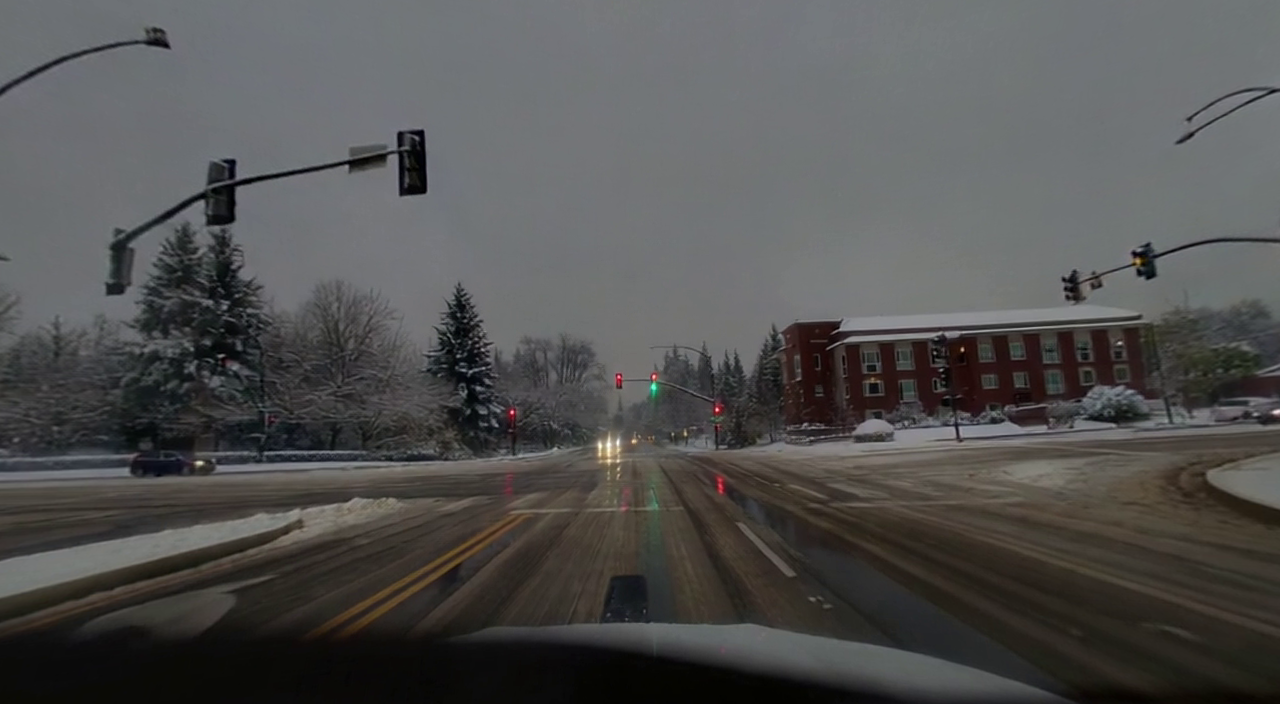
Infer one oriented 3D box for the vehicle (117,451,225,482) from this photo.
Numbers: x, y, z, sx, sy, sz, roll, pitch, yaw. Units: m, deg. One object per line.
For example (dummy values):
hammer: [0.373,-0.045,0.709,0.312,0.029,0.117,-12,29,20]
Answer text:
vehicle: [-25.141,6.110,33.867,4.332,1.573,1.900,-1,-8,3]
